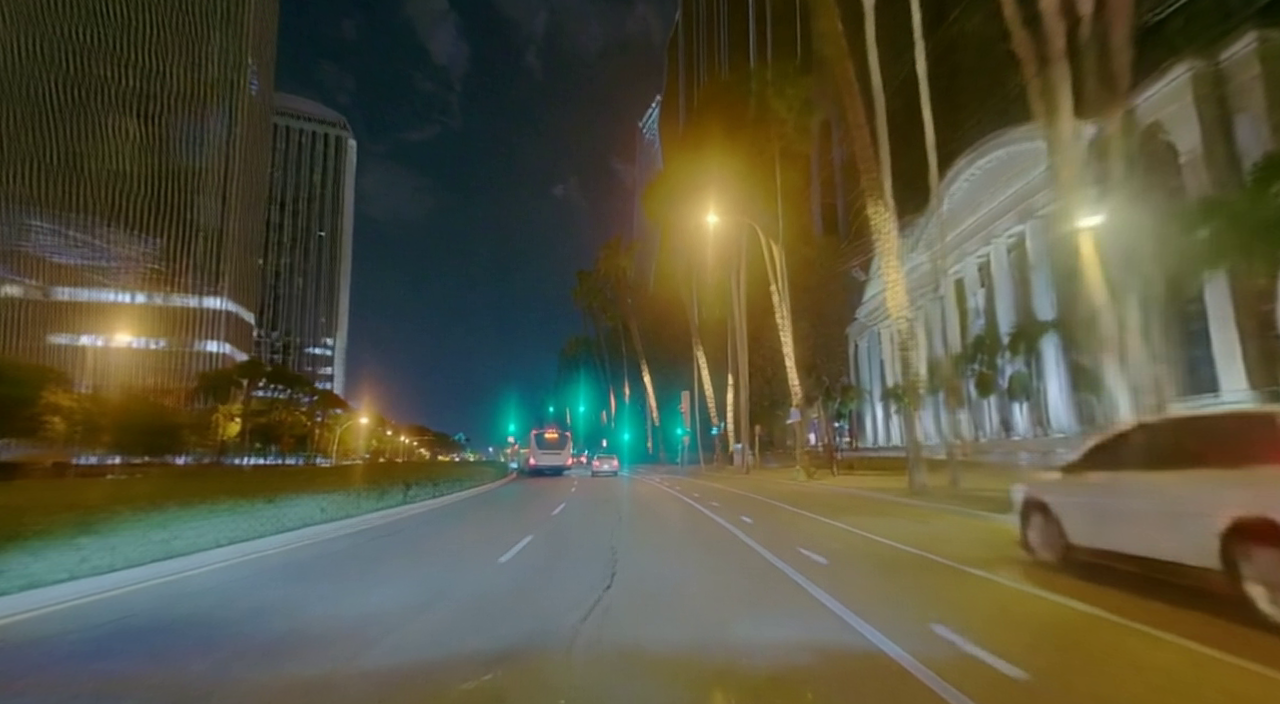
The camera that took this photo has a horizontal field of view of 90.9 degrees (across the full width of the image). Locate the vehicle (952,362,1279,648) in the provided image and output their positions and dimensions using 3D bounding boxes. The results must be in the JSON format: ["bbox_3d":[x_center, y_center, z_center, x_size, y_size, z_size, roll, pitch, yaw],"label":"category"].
[{"bbox_3d":[5.250,1.197,5.311,2.212,1.854,5.419,1,-9,-3],"label":"vehicle"}]

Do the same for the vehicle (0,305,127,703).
[{"bbox_3d":[-3.409,0.442,0.350,2.120,1.826,4.737,0,-9,1],"label":"vehicle"}]

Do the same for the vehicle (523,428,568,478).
[{"bbox_3d":[-6.434,7.006,43.671,2.678,3.042,8.474,1,-9,-7],"label":"vehicle"}]

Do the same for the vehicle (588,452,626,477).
[{"bbox_3d":[-2.185,7.204,40.559,2.107,1.481,4.097,2,-9,-8],"label":"vehicle"}]
